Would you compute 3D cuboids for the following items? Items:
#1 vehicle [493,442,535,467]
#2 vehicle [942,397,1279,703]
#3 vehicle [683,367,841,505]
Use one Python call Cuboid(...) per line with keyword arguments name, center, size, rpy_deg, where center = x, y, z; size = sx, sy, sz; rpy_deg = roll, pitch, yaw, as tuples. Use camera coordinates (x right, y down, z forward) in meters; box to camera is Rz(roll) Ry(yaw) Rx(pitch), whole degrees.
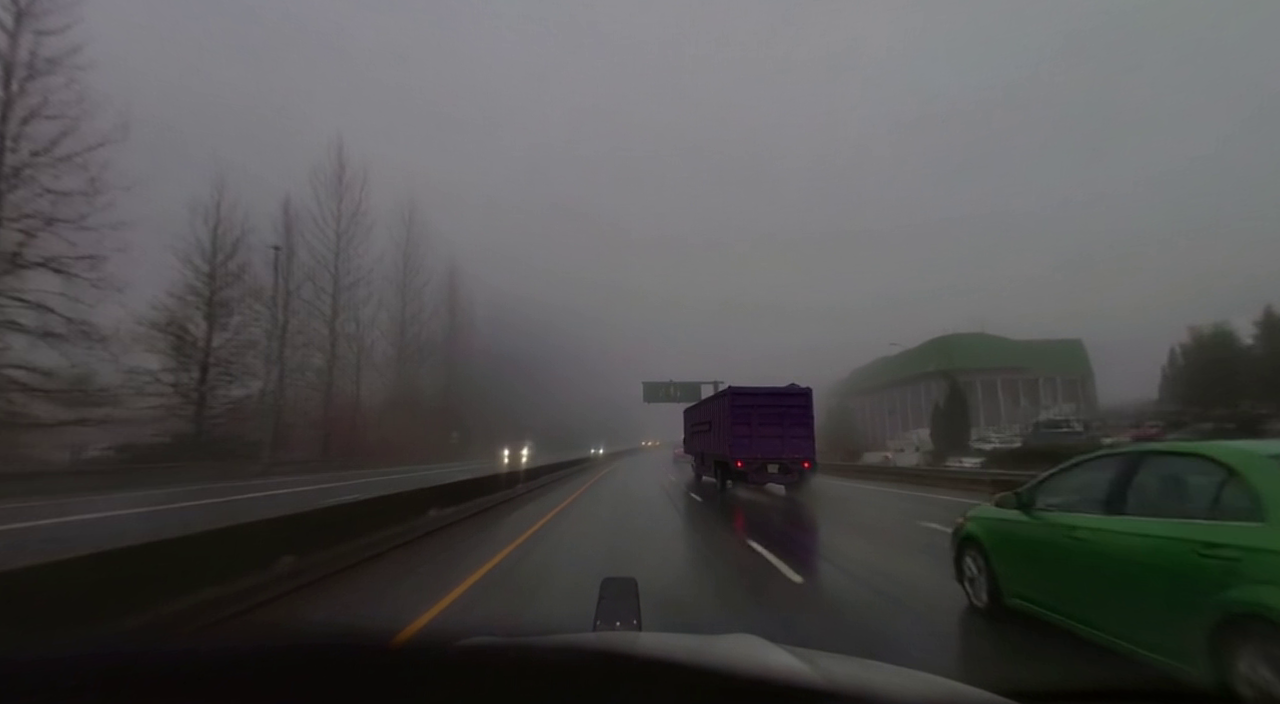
Cuboid(name="vehicle", center=(-8.923, 7.280, 44.706), size=(1.955, 1.683, 4.168), rpy_deg=(-1, -9, 3))
Cuboid(name="vehicle", center=(3.584, 1.082, 3.328), size=(1.971, 1.558, 3.834), rpy_deg=(0, -9, -1))
Cuboid(name="vehicle", center=(3.659, 3.262, 23.591), size=(2.916, 3.563, 14.462), rpy_deg=(0, -9, -1))
